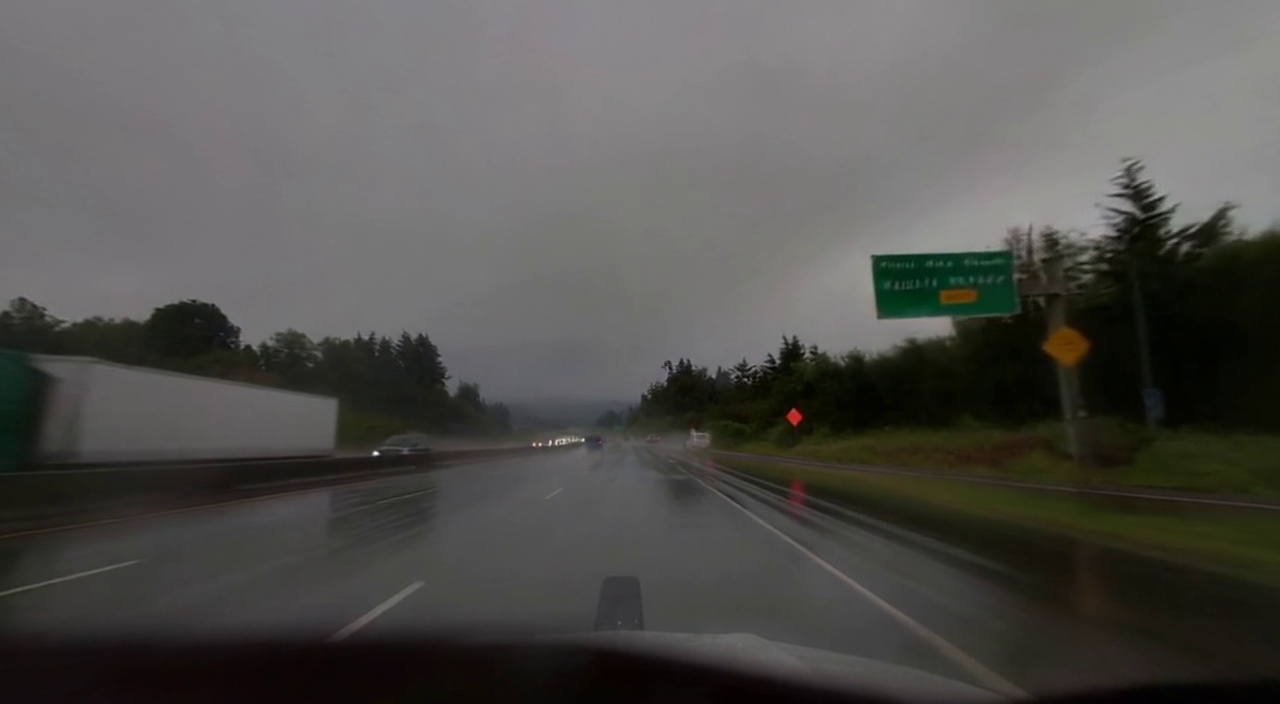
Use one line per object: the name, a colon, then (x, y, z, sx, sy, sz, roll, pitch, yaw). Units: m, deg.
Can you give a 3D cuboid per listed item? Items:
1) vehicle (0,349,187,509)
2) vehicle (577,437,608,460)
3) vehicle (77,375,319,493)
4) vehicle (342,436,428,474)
vehicle: (-16.579, 1.872, 15.164, 2.934, 3.737, 10.958, 0, -8, 1)
vehicle: (-3.560, 7.315, 47.887, 2.125, 1.662, 4.336, 0, -8, -1)
vehicle: (-16.530, 3.272, 24.746, 2.910, 3.732, 8.947, -1, -8, 0)
vehicle: (-12.514, 5.076, 31.211, 2.197, 1.702, 4.842, 0, -8, 0)
